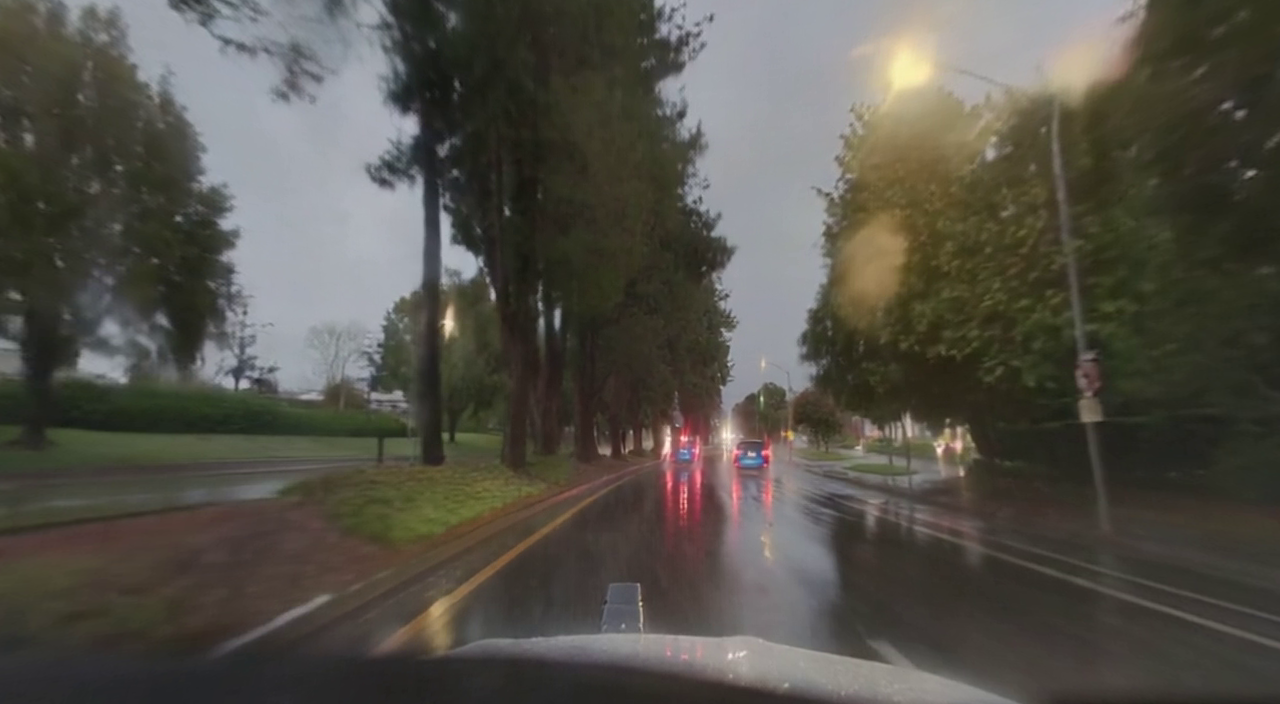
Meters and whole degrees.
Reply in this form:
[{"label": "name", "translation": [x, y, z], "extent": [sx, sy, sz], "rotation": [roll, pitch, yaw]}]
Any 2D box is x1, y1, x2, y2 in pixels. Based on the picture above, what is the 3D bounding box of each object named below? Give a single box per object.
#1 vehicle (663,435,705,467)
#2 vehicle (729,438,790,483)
[{"label": "vehicle", "translation": [2.728, 5.974, 38.010], "extent": [2.251, 1.822, 4.391], "rotation": [-1, -8, 8]}, {"label": "vehicle", "translation": [4.801, 4.384, 25.762], "extent": [1.971, 1.663, 4.287], "rotation": [-1, -8, 5]}]
